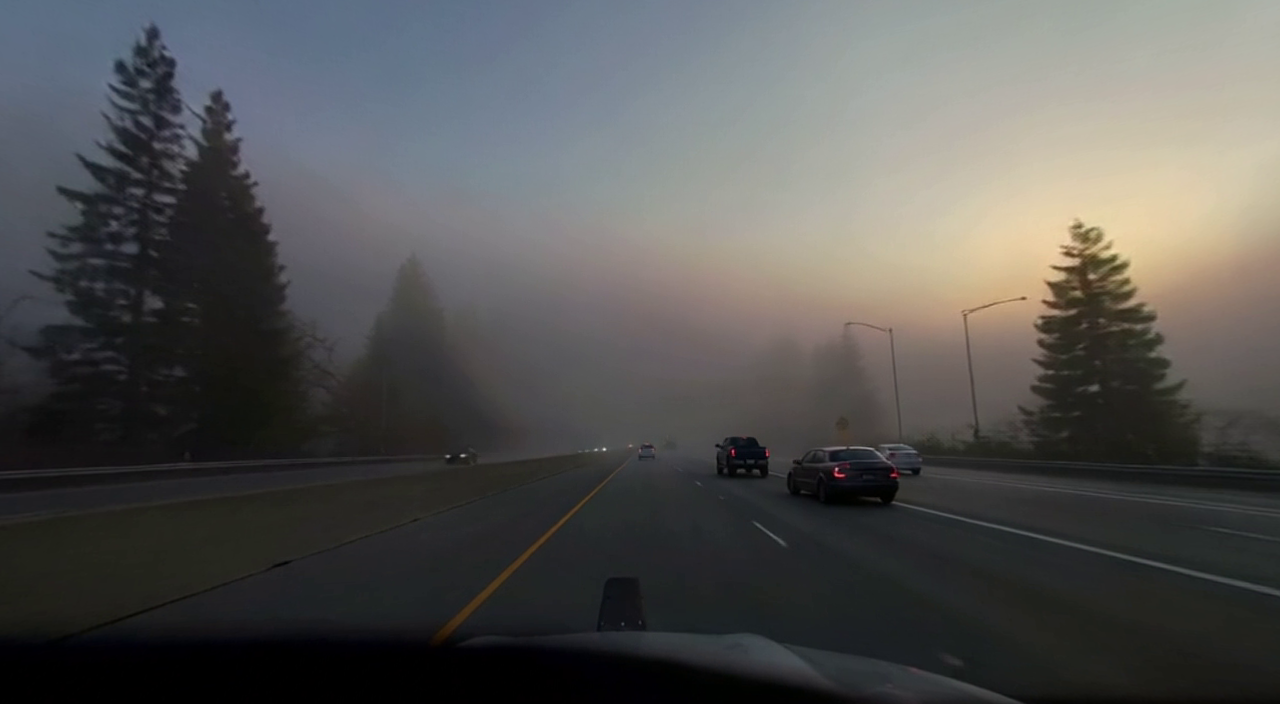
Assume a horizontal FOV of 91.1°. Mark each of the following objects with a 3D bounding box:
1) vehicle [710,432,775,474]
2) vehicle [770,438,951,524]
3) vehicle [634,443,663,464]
[{"bbox_3d":[5.010,5.050,31.577,2.206,1.902,5.460,0,-8,-2],"label":"vehicle"},{"bbox_3d":[4.313,2.574,13.264,1.904,1.453,4.789,0,-8,-3],"label":"vehicle"},{"bbox_3d":[0.627,7.587,47.063,2.052,1.472,4.295,0,-8,0],"label":"vehicle"}]
